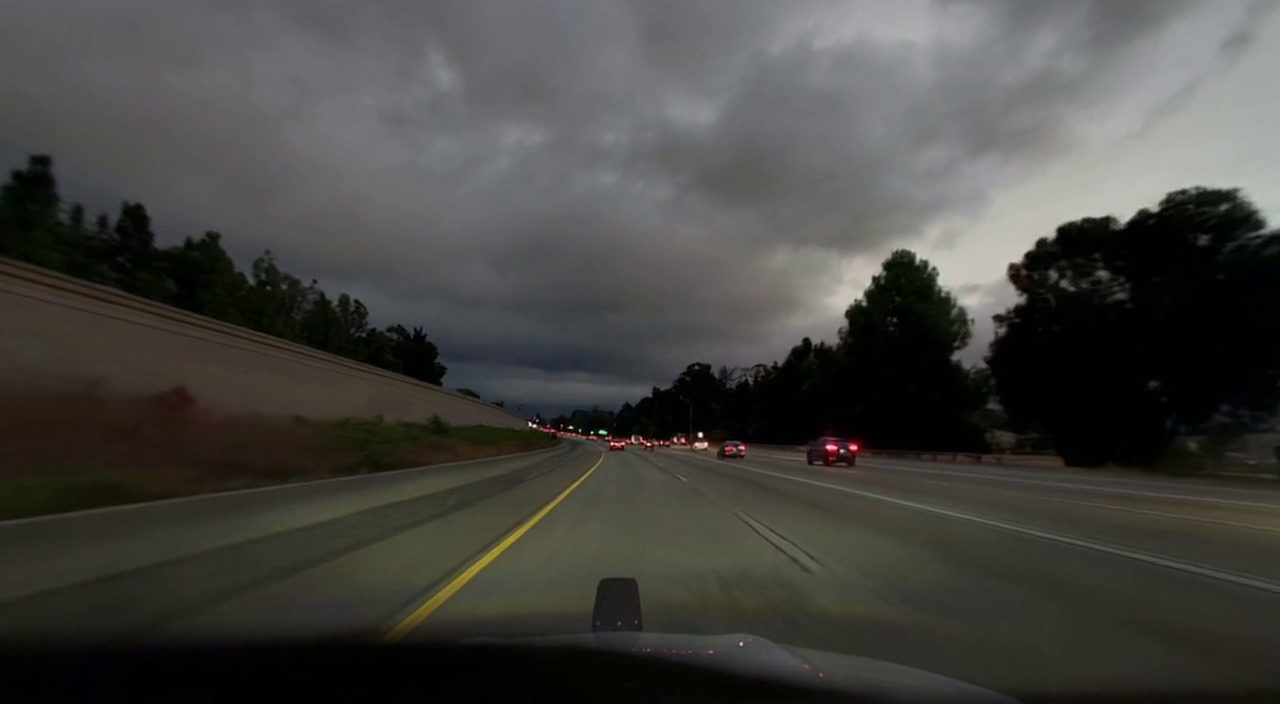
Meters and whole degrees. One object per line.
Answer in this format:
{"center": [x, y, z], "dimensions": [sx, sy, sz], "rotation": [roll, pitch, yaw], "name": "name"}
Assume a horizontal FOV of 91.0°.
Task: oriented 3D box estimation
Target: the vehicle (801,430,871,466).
{"center": [10.243, 5.049, 33.287], "dimensions": [2.077, 1.763, 4.472], "rotation": [0, -8, -3], "name": "vehicle"}
